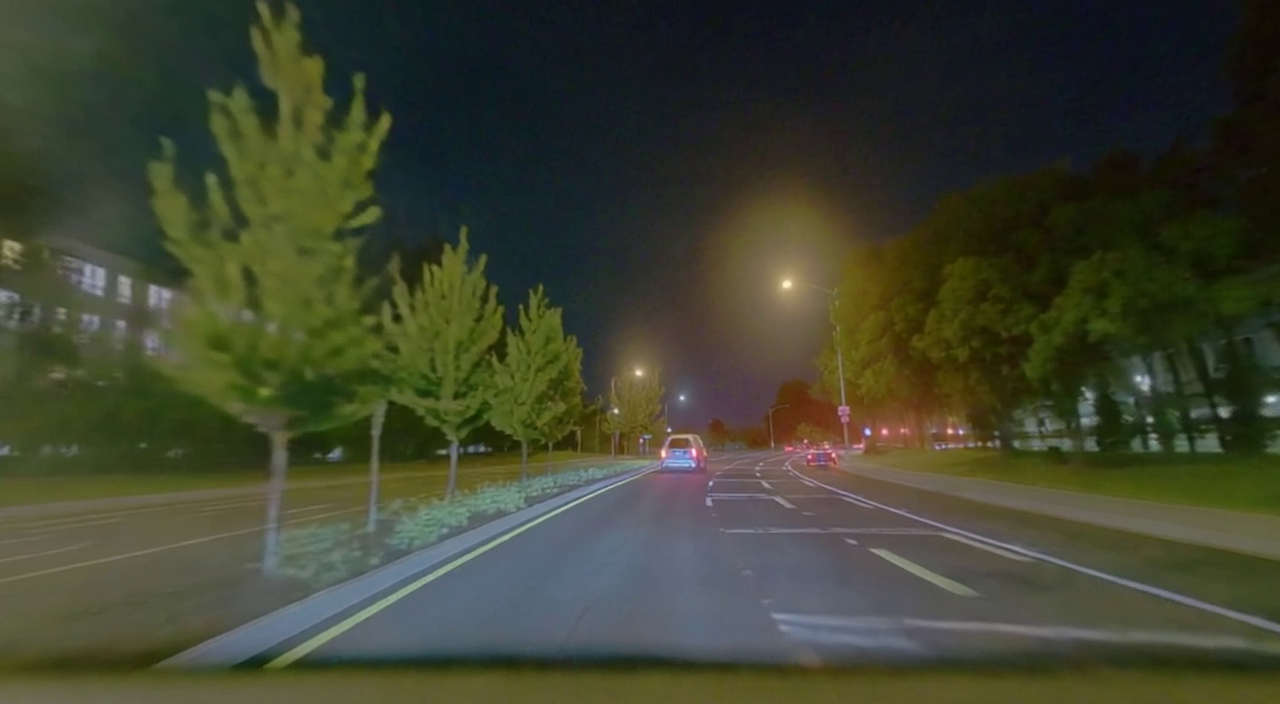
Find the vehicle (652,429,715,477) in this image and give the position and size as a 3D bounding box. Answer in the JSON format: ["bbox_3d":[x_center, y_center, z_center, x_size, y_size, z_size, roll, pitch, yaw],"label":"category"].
[{"bbox_3d":[2.090,4.520,28.442,2.371,1.926,5.615,-2,-8,8],"label":"vehicle"}]
